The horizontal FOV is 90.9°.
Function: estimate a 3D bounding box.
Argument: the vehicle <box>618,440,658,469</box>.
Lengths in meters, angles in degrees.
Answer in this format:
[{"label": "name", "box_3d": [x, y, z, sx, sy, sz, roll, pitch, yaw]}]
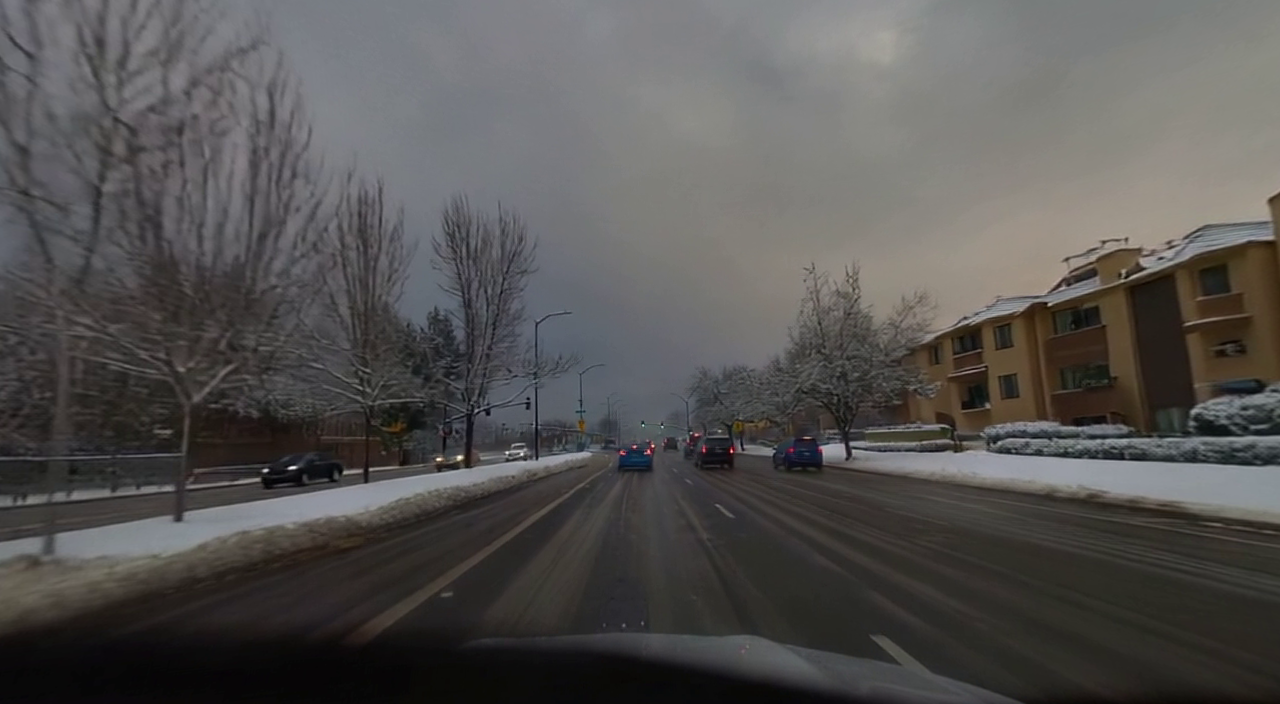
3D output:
[{"label": "vehicle", "box_3d": [-0.086, 5.657, 34.903, 2.102, 1.481, 3.907, 0, -8, 1]}]

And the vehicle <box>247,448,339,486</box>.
[{"label": "vehicle", "box_3d": [-17.989, 5.965, 32.970, 2.110, 1.789, 4.639, 0, -8, 1]}]

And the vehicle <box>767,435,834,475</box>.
[{"label": "vehicle", "box_3d": [7.451, 4.809, 29.642, 1.972, 1.700, 4.269, 0, -8, -1]}]

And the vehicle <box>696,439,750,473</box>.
[{"label": "vehicle", "box_3d": [3.948, 5.032, 30.705, 2.067, 1.514, 4.188, 0, -8, 0]}]

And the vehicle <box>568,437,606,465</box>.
[{"label": "vehicle", "box_3d": [-3.409, 6.514, 41.507, 2.031, 1.705, 4.325, 0, -8, 1]}]
